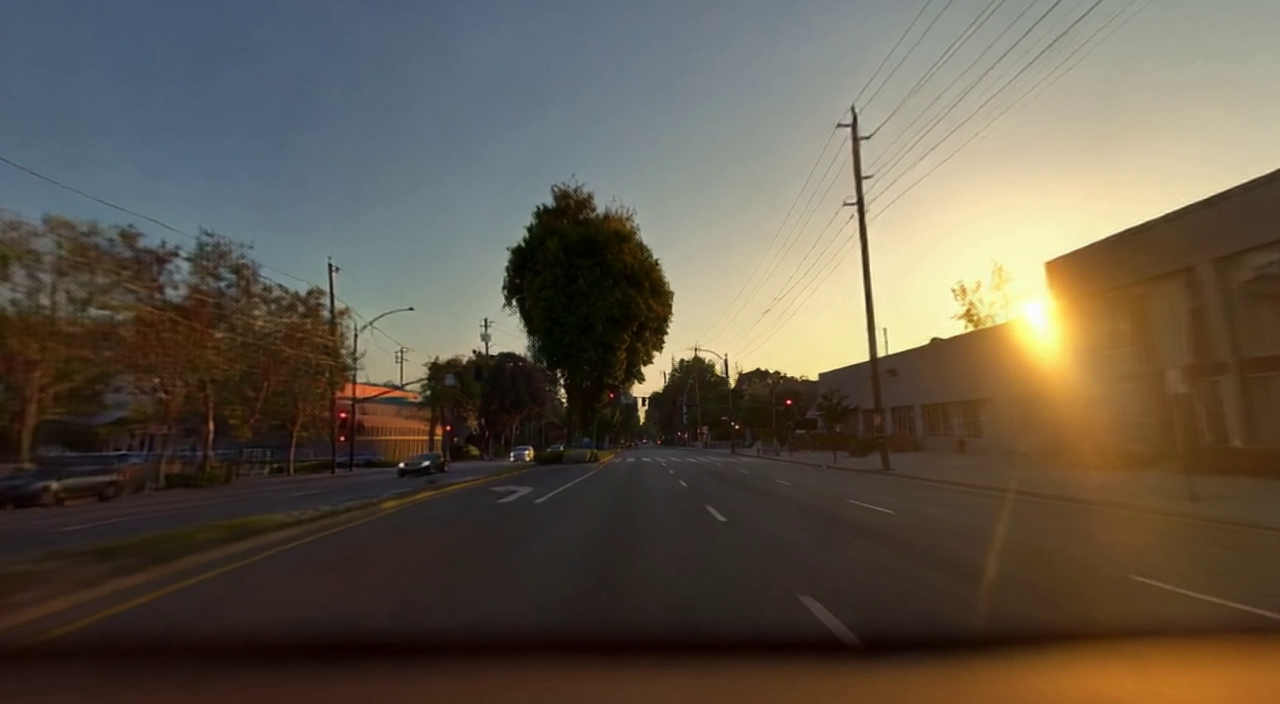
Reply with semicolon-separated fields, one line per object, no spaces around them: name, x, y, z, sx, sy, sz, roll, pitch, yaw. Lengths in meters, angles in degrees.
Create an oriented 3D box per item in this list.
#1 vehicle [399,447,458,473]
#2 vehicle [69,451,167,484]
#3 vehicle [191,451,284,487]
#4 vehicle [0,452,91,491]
vehicle;-12.875;6.579;38.776;2.034;1.447;4.484;0;-9;0
vehicle;-26.692;5.889;32.493;1.788;1.538;3.788;0;-9;0
vehicle;-19.561;5.682;30.917;1.851;1.584;4.035;0;-9;0
vehicle;-26.614;5.108;27.327;1.775;1.479;4.572;0;-9;-3
